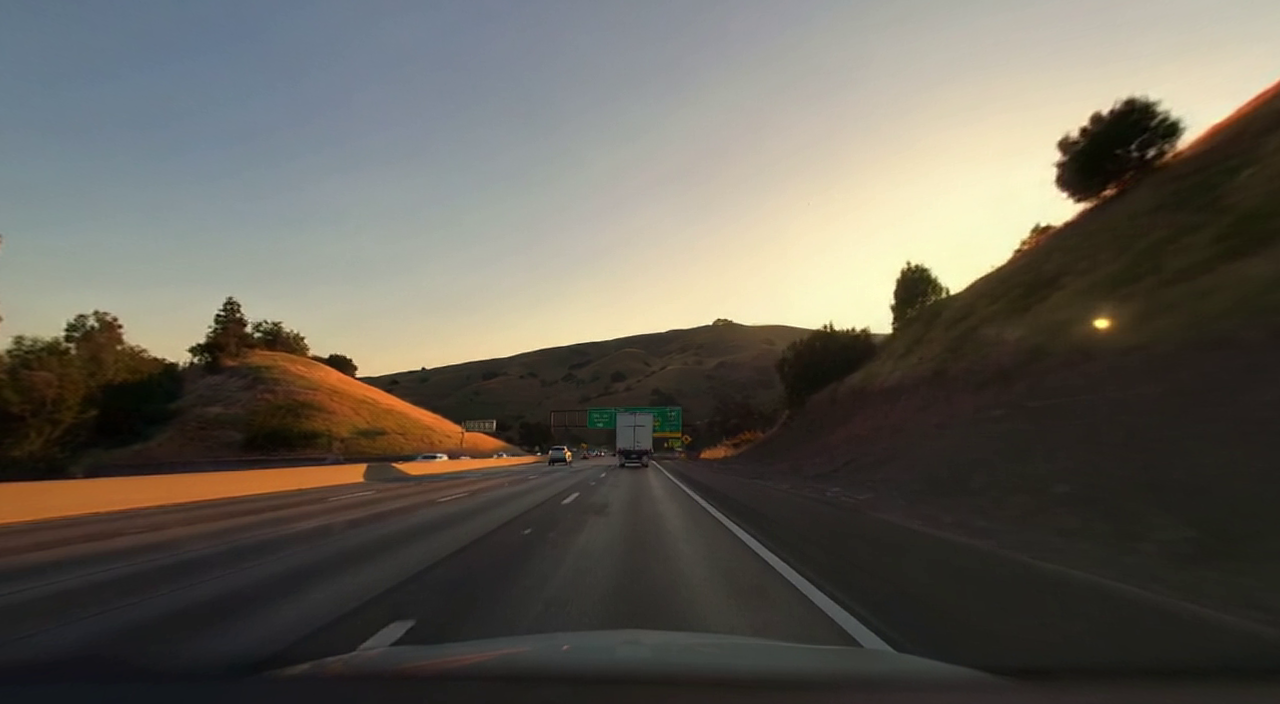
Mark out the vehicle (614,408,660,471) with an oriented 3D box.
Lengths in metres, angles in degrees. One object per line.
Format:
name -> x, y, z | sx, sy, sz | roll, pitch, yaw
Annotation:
vehicle -> -0.098, 6.634, 47.497 | 3.039, 4.131, 11.822 | 0, -9, 1
